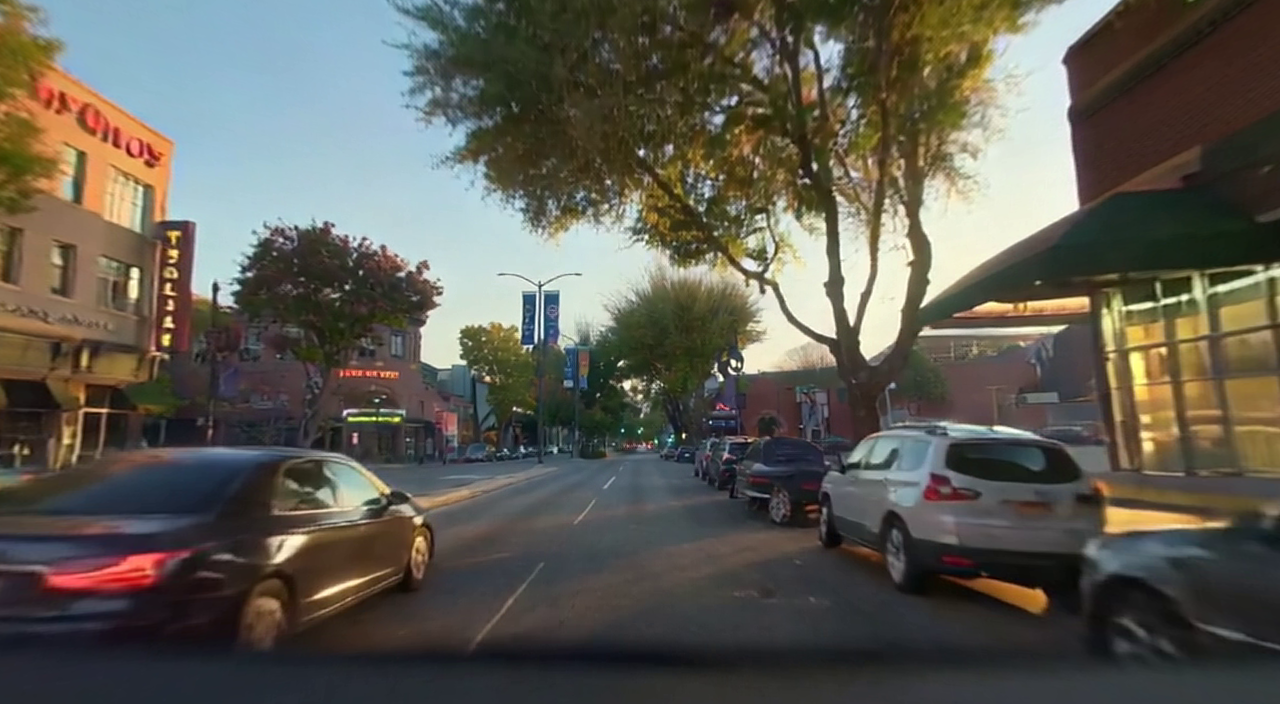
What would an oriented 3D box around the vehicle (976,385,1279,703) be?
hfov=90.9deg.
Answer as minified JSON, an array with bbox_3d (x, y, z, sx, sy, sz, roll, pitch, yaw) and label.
[{"bbox_3d":[3.290,0.869,1.952,2.120,1.560,4.402,0,-8,1],"label":"vehicle"}]

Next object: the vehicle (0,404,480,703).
[{"bbox_3d":[-2.748,1.204,4.427,2.030,1.436,4.388,0,-8,1],"label":"vehicle"}]
